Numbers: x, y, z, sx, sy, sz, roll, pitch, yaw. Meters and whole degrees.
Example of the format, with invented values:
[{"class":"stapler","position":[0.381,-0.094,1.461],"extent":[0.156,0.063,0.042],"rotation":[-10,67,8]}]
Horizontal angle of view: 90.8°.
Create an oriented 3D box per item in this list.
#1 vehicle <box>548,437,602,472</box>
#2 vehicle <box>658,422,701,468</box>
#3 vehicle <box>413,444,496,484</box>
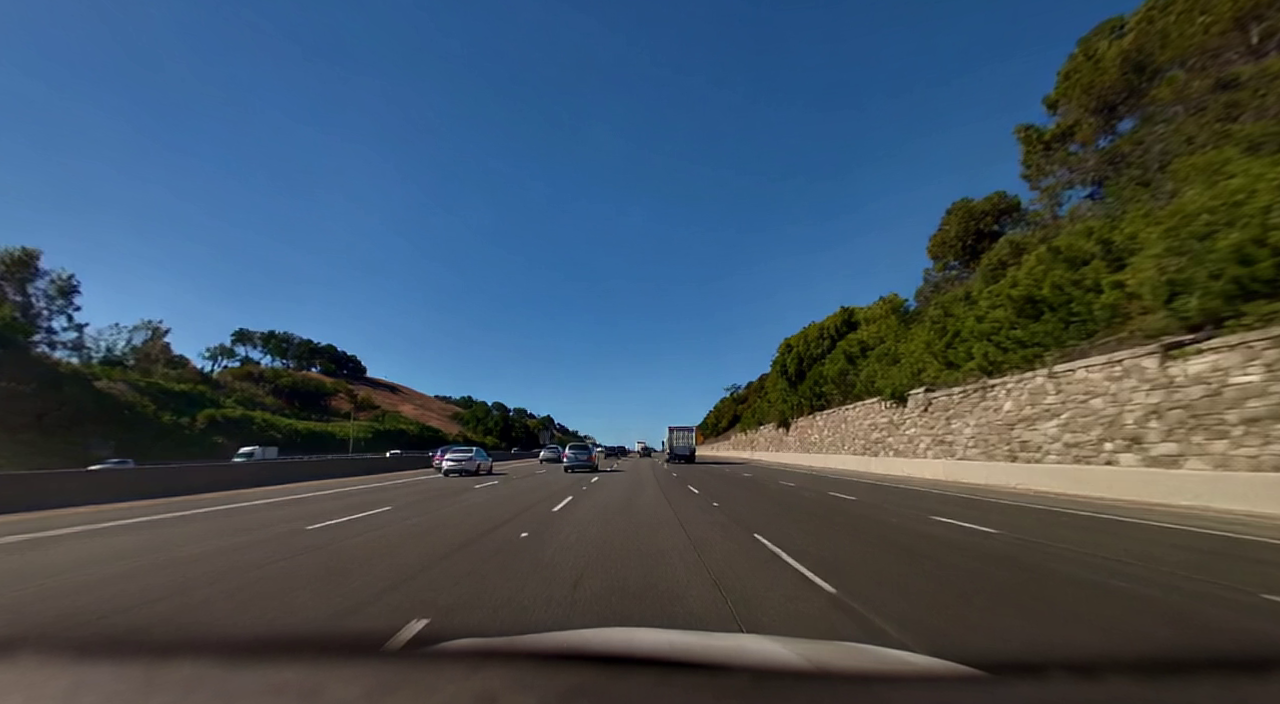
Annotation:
[{"class":"vehicle","position":[-3.897,6.326,39.251],"extent":[2.720,2.041,5.432],"rotation":[0,-8,1]},{"class":"vehicle","position":[2.860,7.095,48.138],"extent":[2.795,3.187,7.205],"rotation":[0,-8,0]},{"class":"vehicle","position":[-7.633,4.641,26.482],"extent":[2.102,1.522,4.394],"rotation":[0,-8,0]}]
